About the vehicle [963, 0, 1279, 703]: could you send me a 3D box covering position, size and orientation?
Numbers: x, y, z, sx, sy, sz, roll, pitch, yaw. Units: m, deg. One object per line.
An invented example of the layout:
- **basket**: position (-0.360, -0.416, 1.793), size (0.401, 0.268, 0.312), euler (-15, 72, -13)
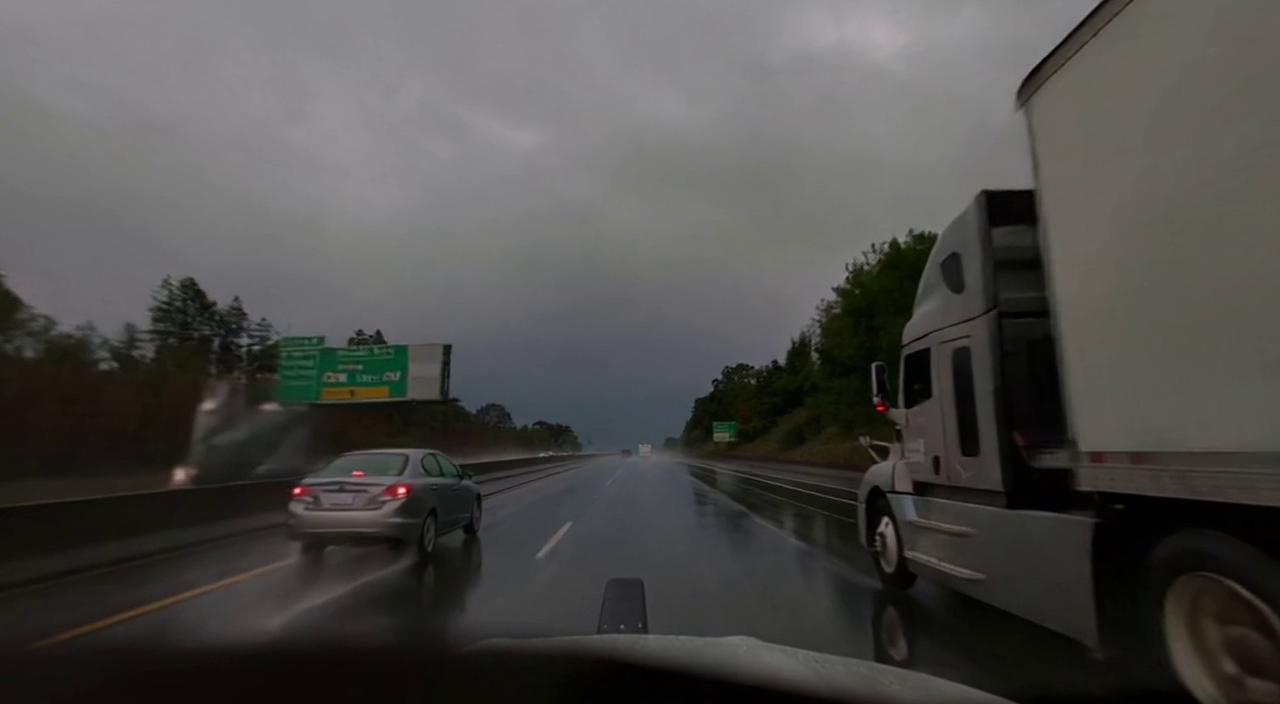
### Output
- **vehicle**: position (3.671, -0.401, 0.892), size (3.010, 3.907, 5.999), euler (0, -9, -1)

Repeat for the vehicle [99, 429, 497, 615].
- **vehicle**: position (-3.290, 1.743, 7.476), size (2.054, 1.475, 4.708), euler (0, -9, 0)
